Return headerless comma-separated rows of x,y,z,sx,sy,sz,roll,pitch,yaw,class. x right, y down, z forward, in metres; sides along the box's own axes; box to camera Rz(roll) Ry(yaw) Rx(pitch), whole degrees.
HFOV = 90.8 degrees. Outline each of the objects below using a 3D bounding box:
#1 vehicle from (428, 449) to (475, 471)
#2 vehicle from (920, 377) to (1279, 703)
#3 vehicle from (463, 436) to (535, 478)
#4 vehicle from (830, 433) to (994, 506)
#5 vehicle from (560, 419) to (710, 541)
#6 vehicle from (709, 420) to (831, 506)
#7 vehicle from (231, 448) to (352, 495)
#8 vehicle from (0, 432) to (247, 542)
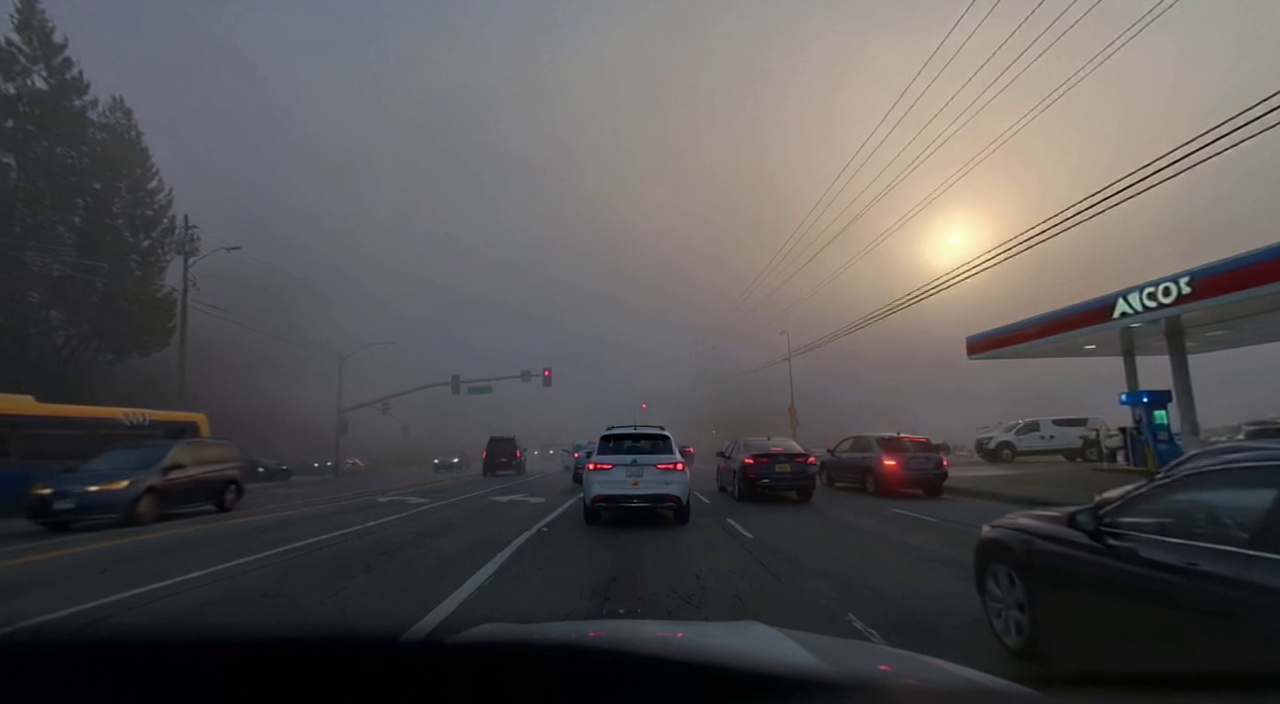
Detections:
-13.636,7.804,45.999,1.997,1.480,4.561,0,-9,0,vehicle
3.020,0.861,2.225,2.006,1.483,4.278,0,-9,-1,vehicle
-6.437,4.861,29.474,2.190,1.795,4.993,0,-9,0,vehicle
6.334,2.783,15.408,1.829,1.494,4.552,0,-9,-2,vehicle
-0.128,2.088,10.900,2.087,1.677,4.053,0,-9,-2,vehicle
3.034,2.701,15.750,2.049,1.813,4.245,0,-9,-1,vehicle
-13.722,4.706,25.285,2.100,1.656,4.724,0,-8,1,vehicle
-10.300,2.578,12.684,2.075,1.719,4.396,-3,-8,-1,vehicle
